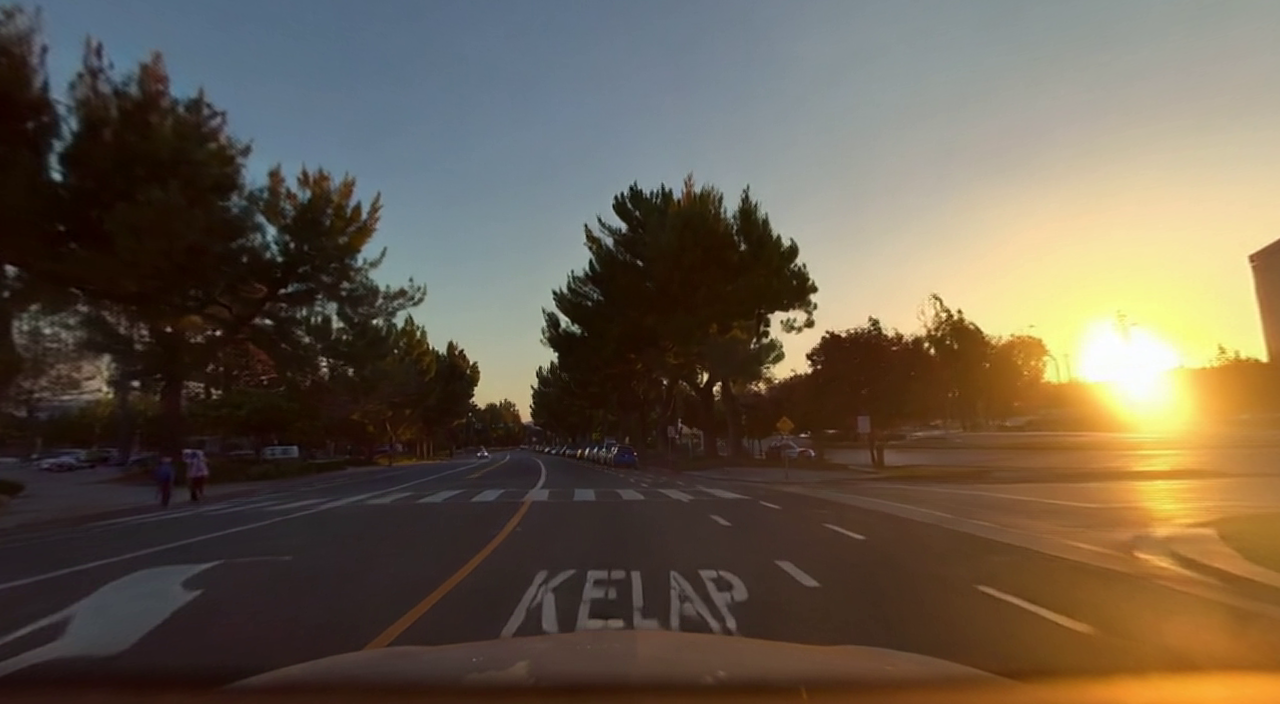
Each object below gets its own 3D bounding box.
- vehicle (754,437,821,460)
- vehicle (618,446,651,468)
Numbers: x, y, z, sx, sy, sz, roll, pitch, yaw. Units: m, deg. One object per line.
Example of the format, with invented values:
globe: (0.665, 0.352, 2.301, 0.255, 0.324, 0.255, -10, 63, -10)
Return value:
vehicle: (10.347, 6.793, 44.448, 4.201, 1.546, 1.749, 1, -8, -7)
vehicle: (-0.456, 7.947, 48.083, 1.866, 1.492, 4.093, 1, -8, -10)
